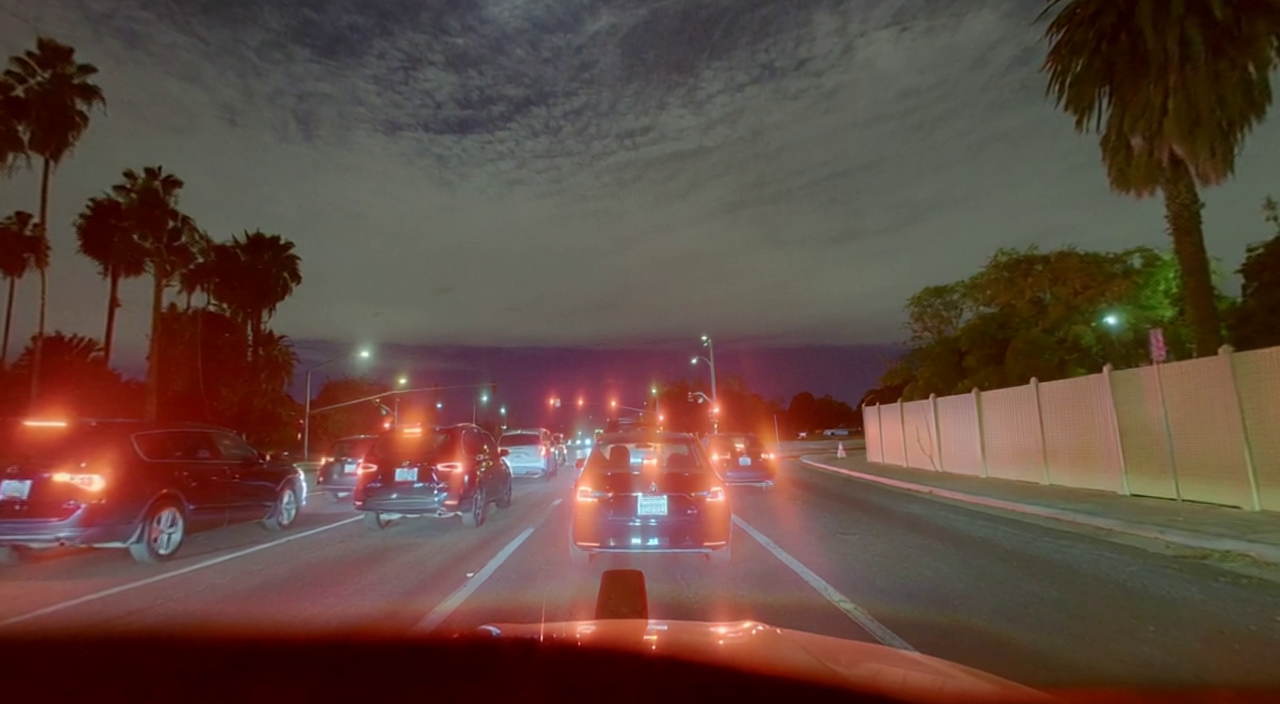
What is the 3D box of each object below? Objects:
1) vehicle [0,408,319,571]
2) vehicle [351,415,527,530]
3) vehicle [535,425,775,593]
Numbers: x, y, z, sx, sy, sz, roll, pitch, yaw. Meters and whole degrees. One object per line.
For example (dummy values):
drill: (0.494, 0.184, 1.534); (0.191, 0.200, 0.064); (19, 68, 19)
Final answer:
vehicle: (-6.679, 1.788, 8.974); (1.963, 1.721, 4.467); (0, -8, -2)
vehicle: (-3.469, 2.165, 11.850); (2.007, 1.746, 4.136); (0, -8, -1)
vehicle: (0.063, 1.718, 7.816); (2.128, 1.473, 4.272); (0, -8, -2)
